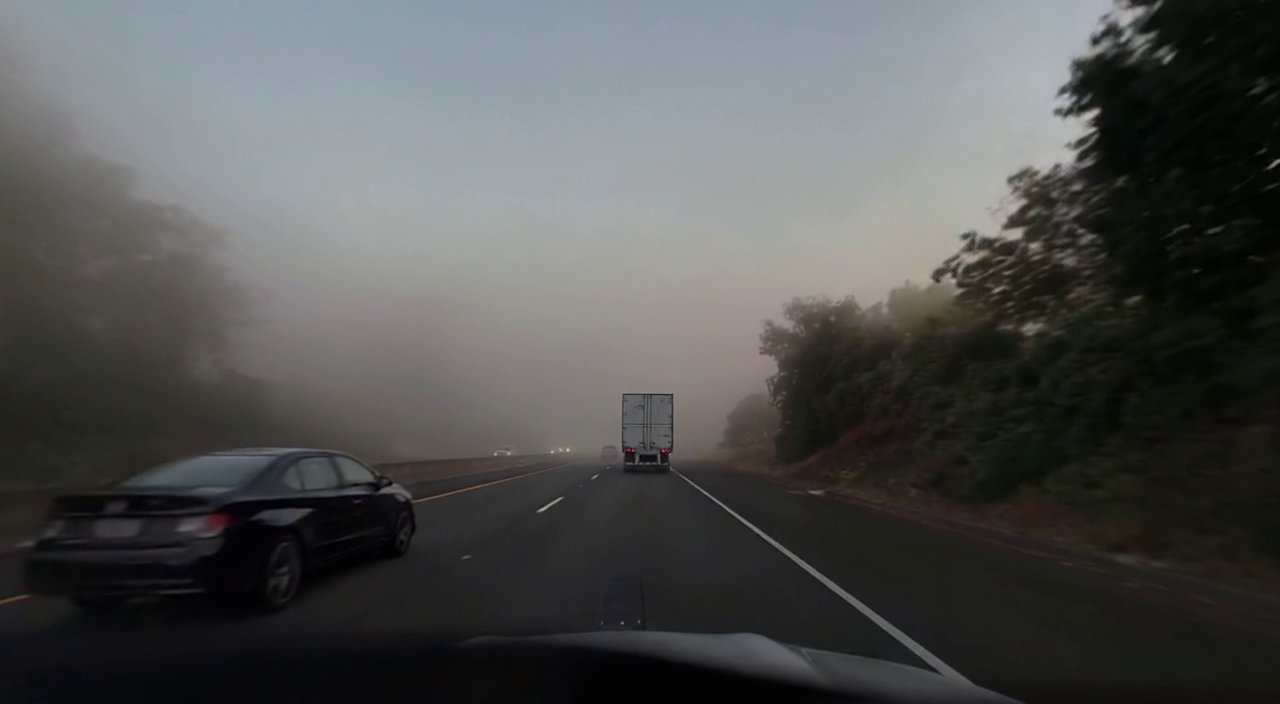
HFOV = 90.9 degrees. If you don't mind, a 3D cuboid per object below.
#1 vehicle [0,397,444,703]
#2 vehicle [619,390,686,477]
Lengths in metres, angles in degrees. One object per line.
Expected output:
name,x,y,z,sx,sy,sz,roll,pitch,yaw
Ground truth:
vehicle,-3.568,1.391,5.517,2.074,1.546,4.946,0,-9,0
vehicle,0.482,4.395,32.948,2.959,3.828,9.617,0,-9,-1
